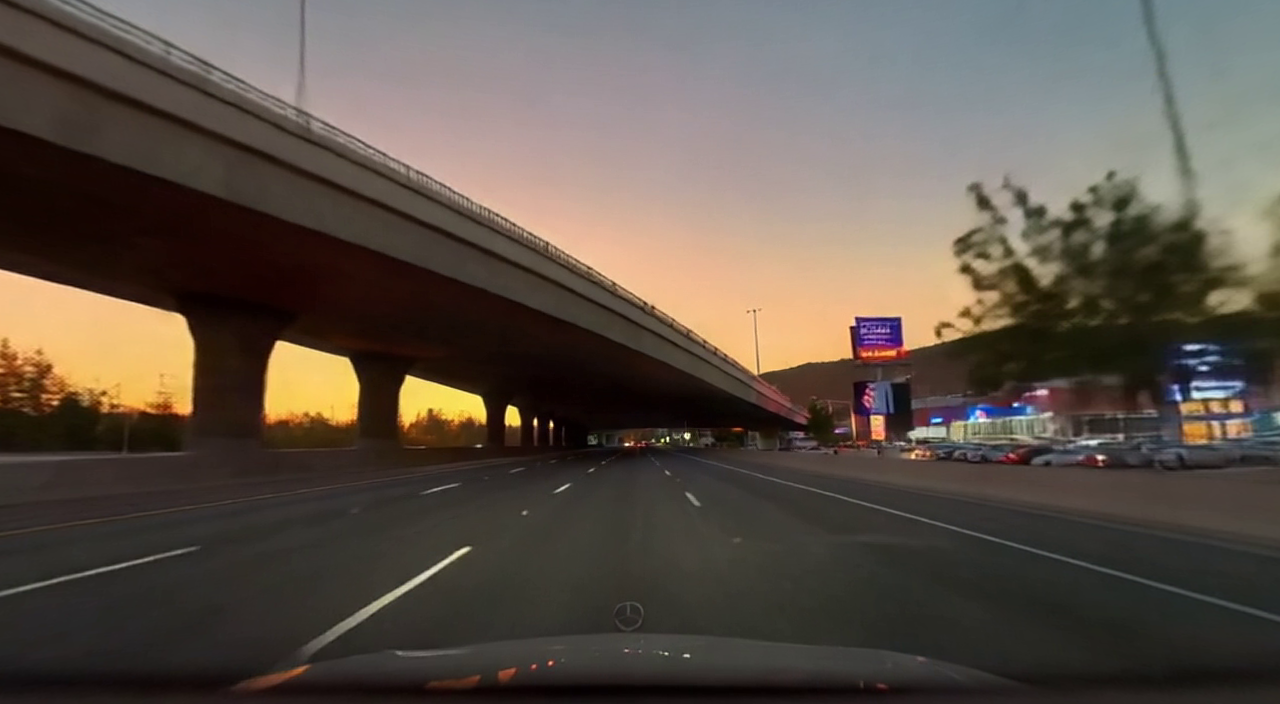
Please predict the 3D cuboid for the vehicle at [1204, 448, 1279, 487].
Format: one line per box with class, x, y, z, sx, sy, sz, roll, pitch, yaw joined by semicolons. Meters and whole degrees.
vehicle;35.046;6.349;34.906;5.369;2.011;2.213;0;-8;0
